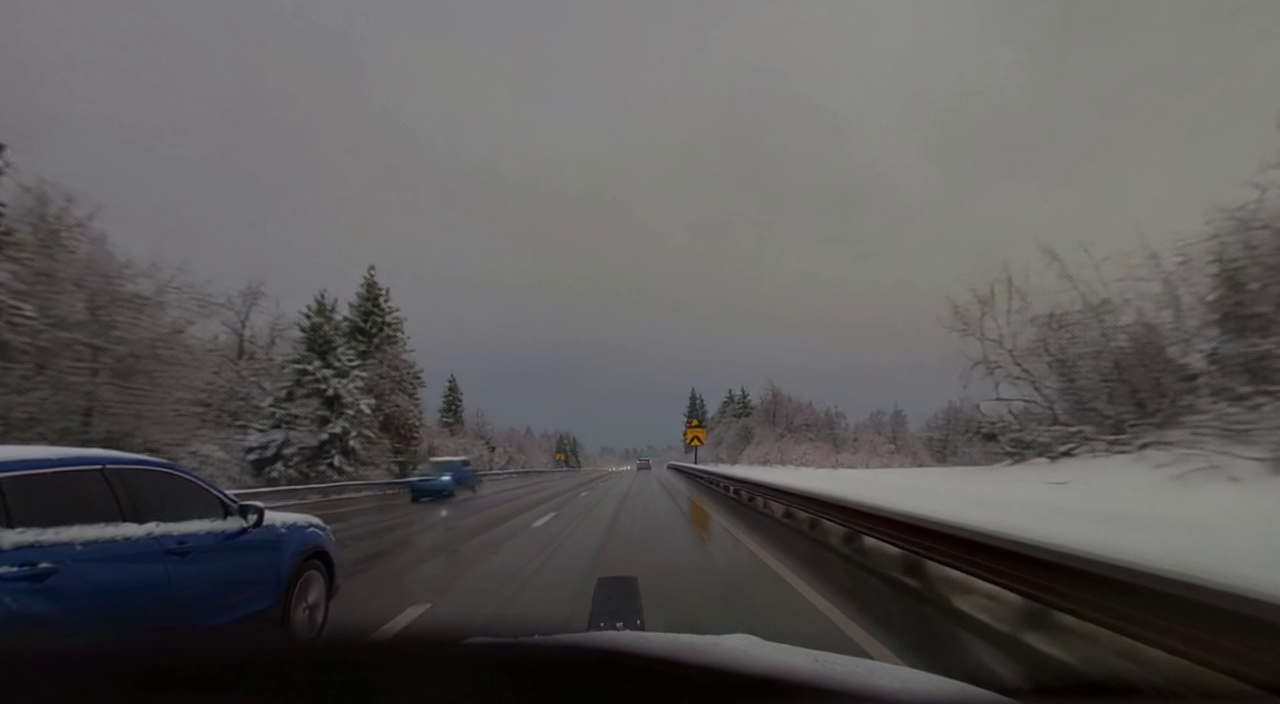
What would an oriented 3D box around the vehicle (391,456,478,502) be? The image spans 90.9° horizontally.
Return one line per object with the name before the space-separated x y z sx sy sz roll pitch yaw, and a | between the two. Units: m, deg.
vehicle | -7.743 4.798 24.140 2.003 1.554 3.757 0 -9 1
